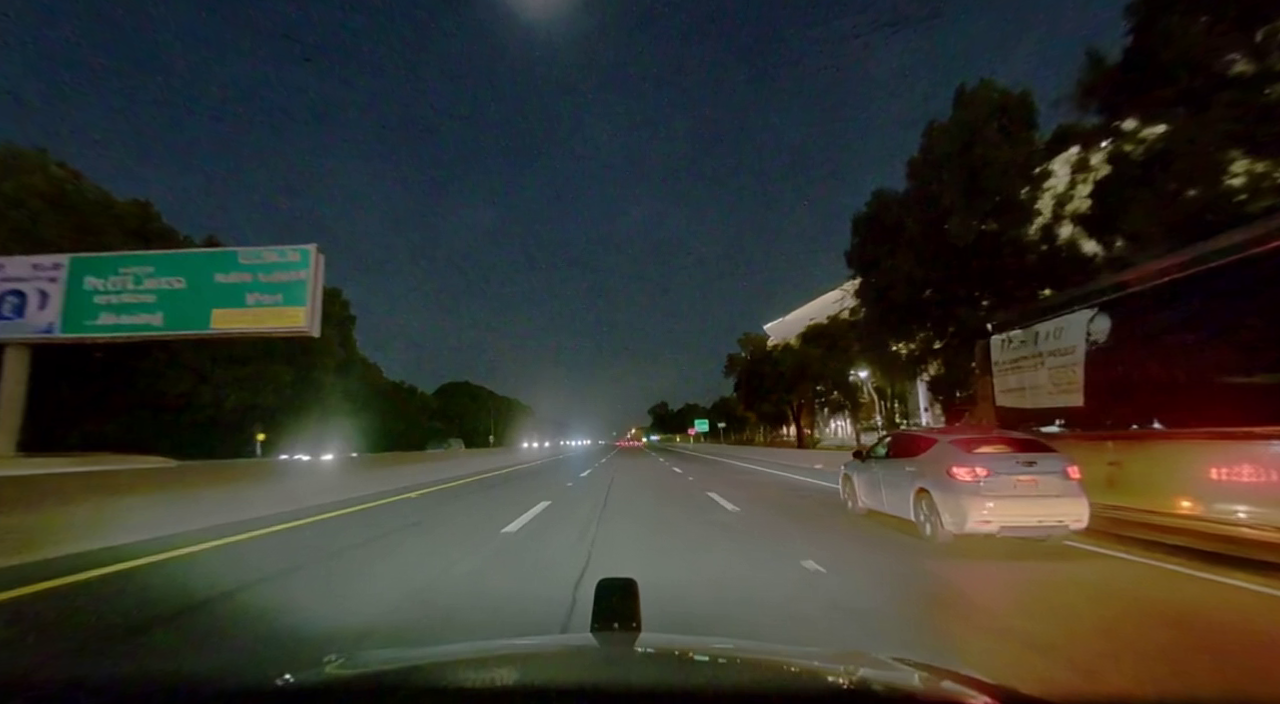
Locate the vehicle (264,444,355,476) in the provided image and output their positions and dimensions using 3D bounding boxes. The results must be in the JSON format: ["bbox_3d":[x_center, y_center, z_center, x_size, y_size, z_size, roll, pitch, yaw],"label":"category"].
[{"bbox_3d":[-16.792,5.493,32.343,2.116,1.447,4.781,0,-8,0],"label":"vehicle"}]

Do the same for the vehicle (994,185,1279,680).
[{"bbox_3d":[4.544,0.471,3.680,2.370,2.579,4.127,0,-8,-2],"label":"vehicle"}]

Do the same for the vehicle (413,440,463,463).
[{"bbox_3d":[-13.105,6.455,41.102,1.848,1.429,4.181,0,-8,0],"label":"vehicle"}]
